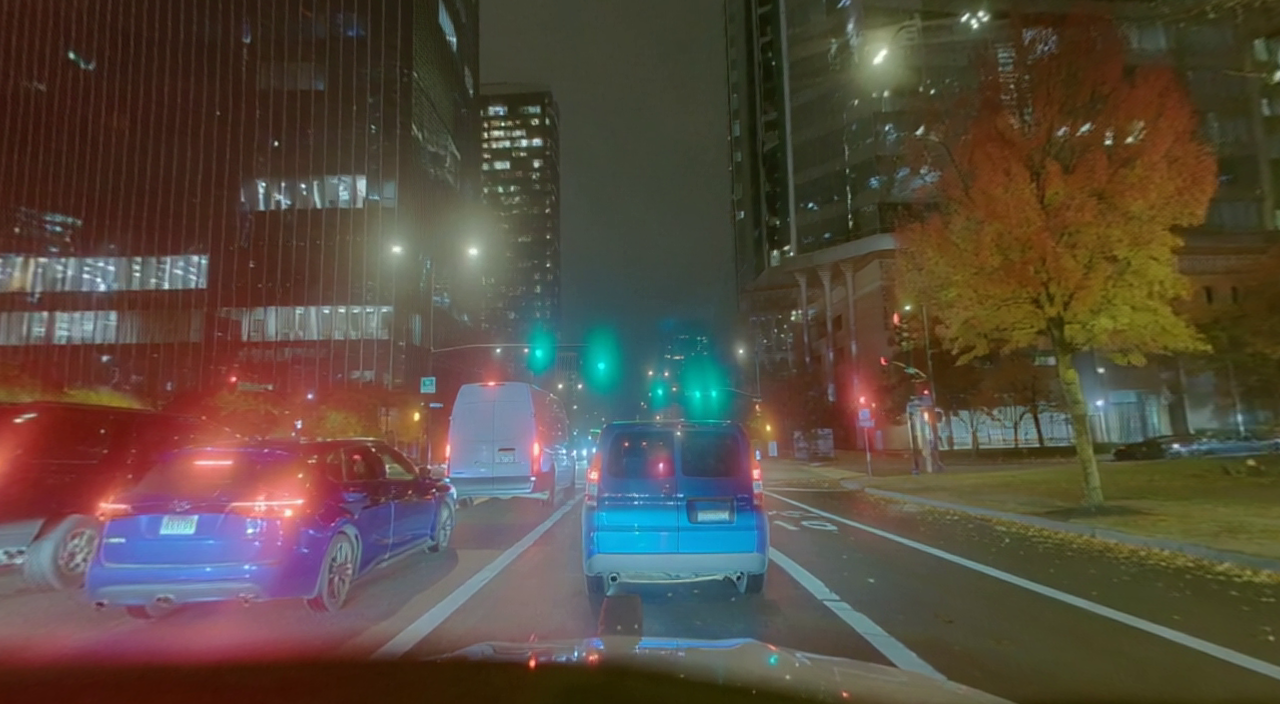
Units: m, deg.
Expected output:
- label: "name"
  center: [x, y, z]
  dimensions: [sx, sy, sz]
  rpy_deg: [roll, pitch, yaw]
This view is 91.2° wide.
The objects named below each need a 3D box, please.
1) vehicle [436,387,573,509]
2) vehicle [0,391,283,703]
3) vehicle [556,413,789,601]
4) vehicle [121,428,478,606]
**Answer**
- label: "vehicle"
  center: [-3.262, 2.537, 16.593]
  dimensions: [2.343, 2.635, 5.684]
  rpy_deg: [0, -9, 0]
- label: "vehicle"
  center: [-2.907, 0.815, 1.513]
  dimensions: [1.893, 1.491, 3.798]
  rpy_deg: [0, -9, -1]
- label: "vehicle"
  center: [0.192, 1.599, 7.212]
  dimensions: [1.979, 1.562, 3.630]
  rpy_deg: [0, -9, -3]
- label: "vehicle"
  center: [-3.488, 1.756, 7.572]
  dimensions: [1.955, 1.499, 4.223]
  rpy_deg: [0, -9, 0]
